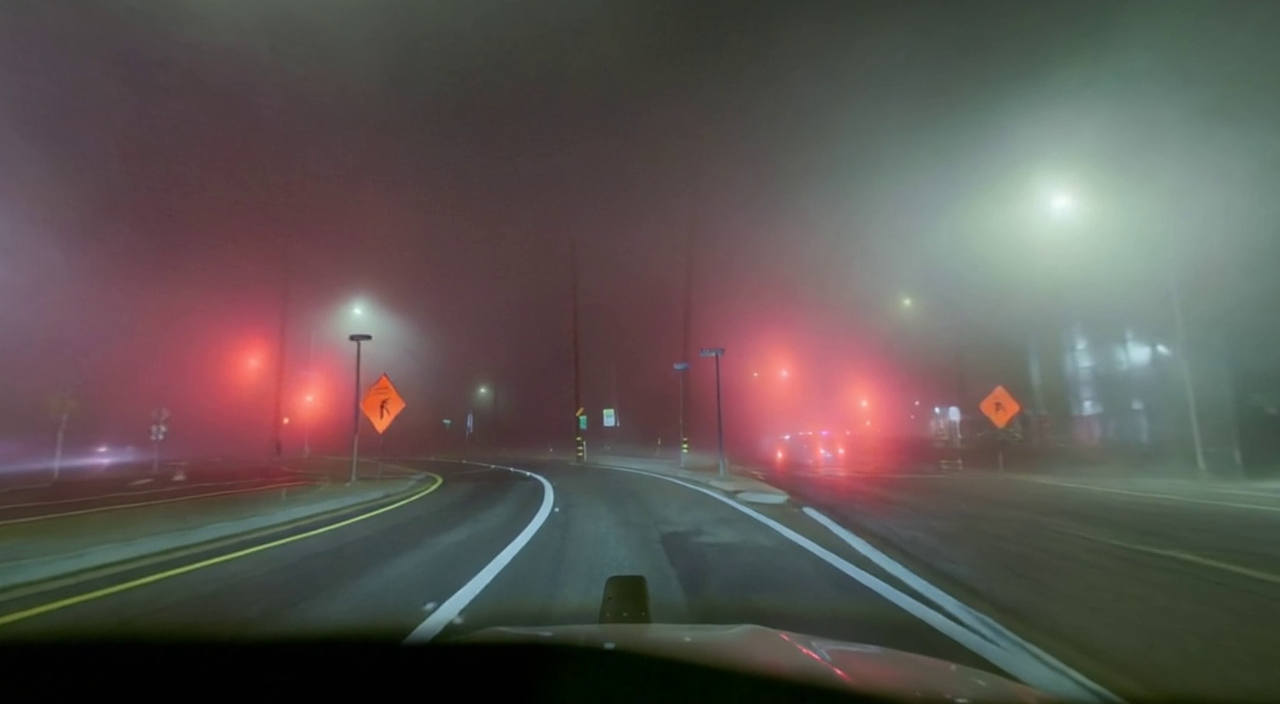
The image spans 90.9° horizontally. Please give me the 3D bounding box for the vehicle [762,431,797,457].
[{"bbox_3d":[10.219,6.797,46.532,2.150,1.779,4.423,-1,-9,8],"label":"vehicle"}]

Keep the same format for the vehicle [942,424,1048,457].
[{"bbox_3d":[19.536,4.910,34.872,4.615,1.738,1.990,-1,-9,6],"label":"vehicle"}]

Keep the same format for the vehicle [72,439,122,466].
[{"bbox_3d":[-37.493,6.889,43.448,2.159,1.734,4.292,8,-12,-44],"label":"vehicle"}]
